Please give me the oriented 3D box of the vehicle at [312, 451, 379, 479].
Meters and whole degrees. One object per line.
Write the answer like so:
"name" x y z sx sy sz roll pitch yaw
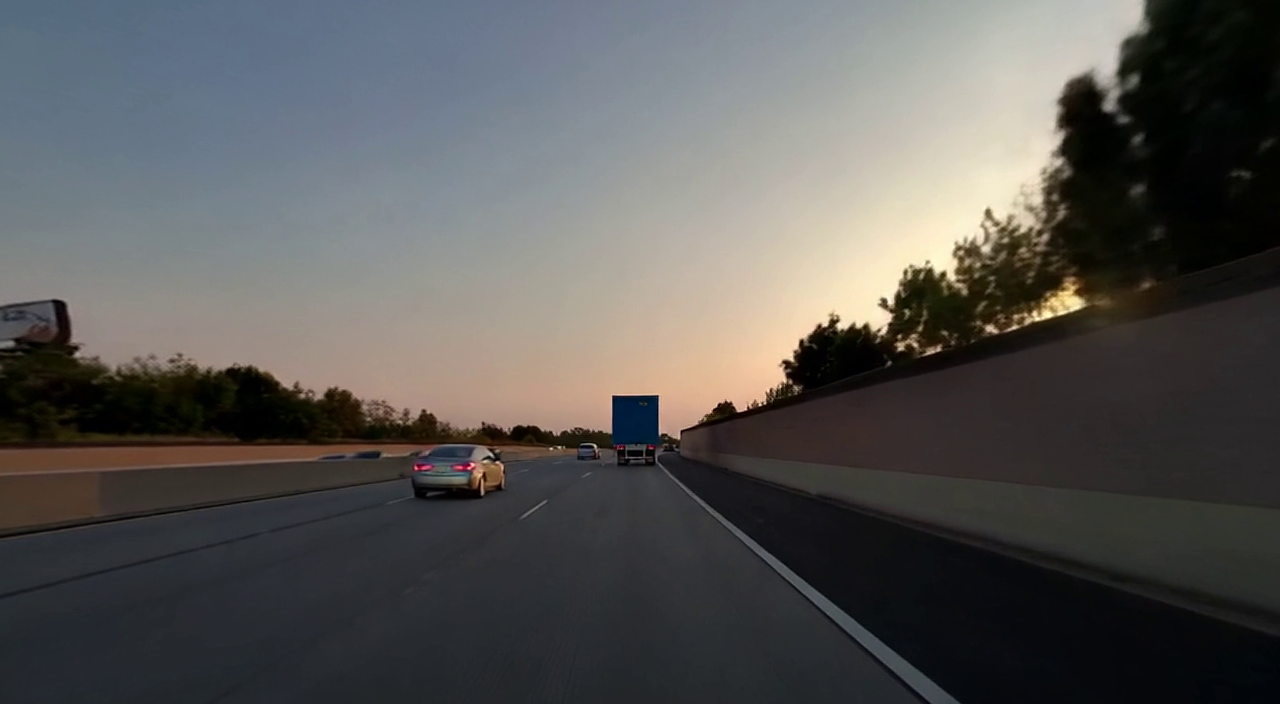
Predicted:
"vehicle" -17.286 6.645 37.069 1.864 1.503 4.270 0 -9 0

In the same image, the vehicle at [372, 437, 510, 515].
"vehicle" -4.330 2.746 14.317 1.895 1.500 3.808 0 -9 0

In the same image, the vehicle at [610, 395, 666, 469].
"vehicle" -0.166 5.301 40.384 3.123 4.094 10.812 0 -9 -1
